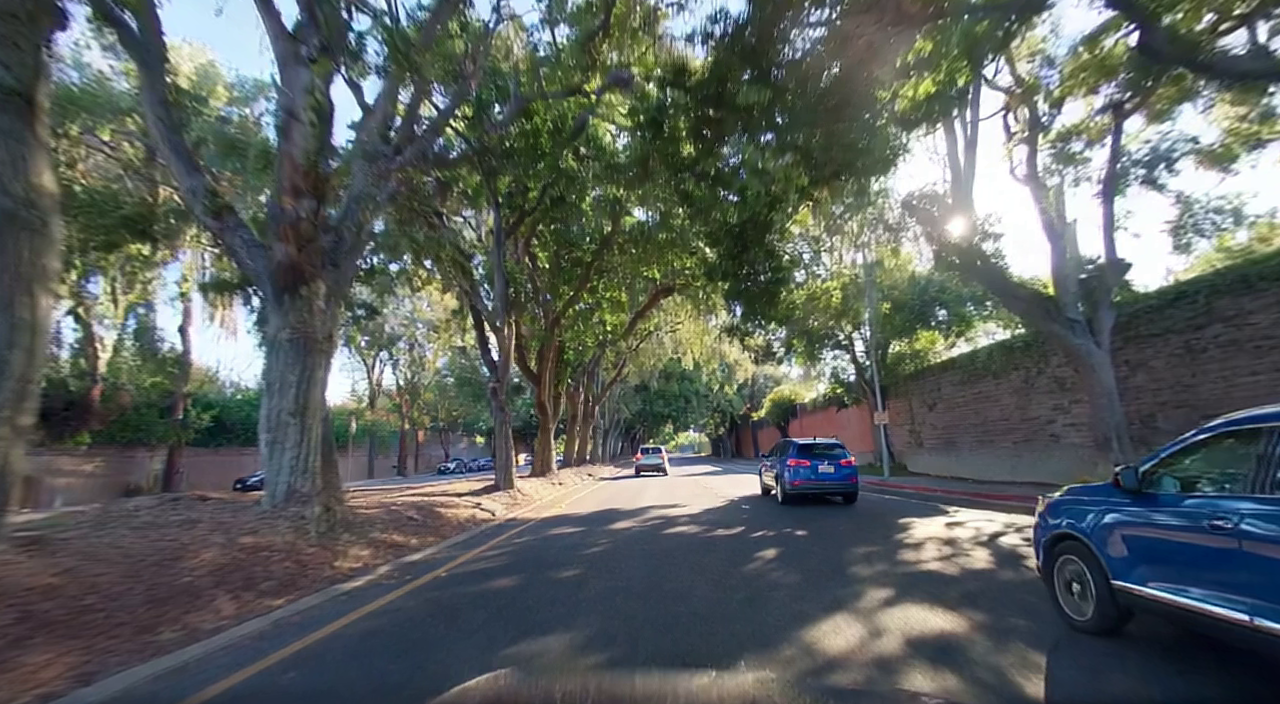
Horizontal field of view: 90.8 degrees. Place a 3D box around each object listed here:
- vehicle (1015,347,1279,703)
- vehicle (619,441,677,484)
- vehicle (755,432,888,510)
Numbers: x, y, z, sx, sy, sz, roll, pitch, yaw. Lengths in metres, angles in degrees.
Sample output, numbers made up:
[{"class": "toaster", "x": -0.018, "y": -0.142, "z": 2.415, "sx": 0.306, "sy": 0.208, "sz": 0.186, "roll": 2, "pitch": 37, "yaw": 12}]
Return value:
[{"class": "vehicle", "x": 4.060, "y": 0.760, "z": 2.165, "sx": 2.470, "sy": 1.751, "sz": 5.015, "roll": -1, "pitch": -8, "yaw": 1}, {"class": "vehicle", "x": 0.374, "y": 4.941, "z": 28.551, "sx": 2.391, "sy": 1.739, "sz": 3.837, "roll": -1, "pitch": -8, "yaw": 1}, {"class": "vehicle", "x": 4.589, "y": 3.078, "z": 16.822, "sx": 2.155, "sy": 1.752, "sz": 4.456, "roll": 0, "pitch": -8, "yaw": -1}]
